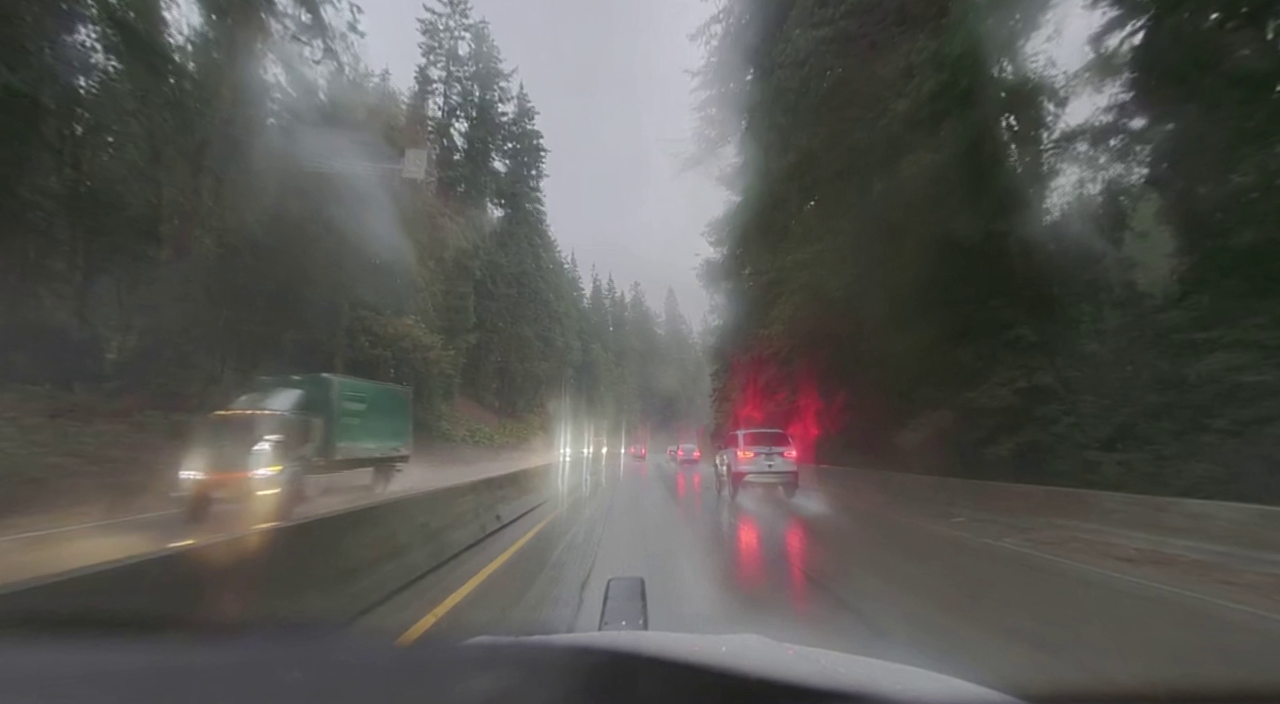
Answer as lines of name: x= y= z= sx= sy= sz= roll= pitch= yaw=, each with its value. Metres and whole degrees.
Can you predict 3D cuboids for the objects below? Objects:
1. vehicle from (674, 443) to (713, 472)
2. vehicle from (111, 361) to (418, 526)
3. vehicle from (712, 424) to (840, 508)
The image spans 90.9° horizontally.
vehicle: x=3.399 y=6.797 z=40.868 sx=2.112 sy=1.708 sz=4.380 roll=0 pitch=-8 yaw=0
vehicle: x=-8.627 y=2.323 z=16.163 sx=2.794 sy=3.157 sz=7.953 roll=0 pitch=-8 yaw=1
vehicle: x=3.397 y=2.970 z=16.929 sx=2.270 sy=1.897 sz=4.822 roll=0 pitch=-8 yaw=-1
